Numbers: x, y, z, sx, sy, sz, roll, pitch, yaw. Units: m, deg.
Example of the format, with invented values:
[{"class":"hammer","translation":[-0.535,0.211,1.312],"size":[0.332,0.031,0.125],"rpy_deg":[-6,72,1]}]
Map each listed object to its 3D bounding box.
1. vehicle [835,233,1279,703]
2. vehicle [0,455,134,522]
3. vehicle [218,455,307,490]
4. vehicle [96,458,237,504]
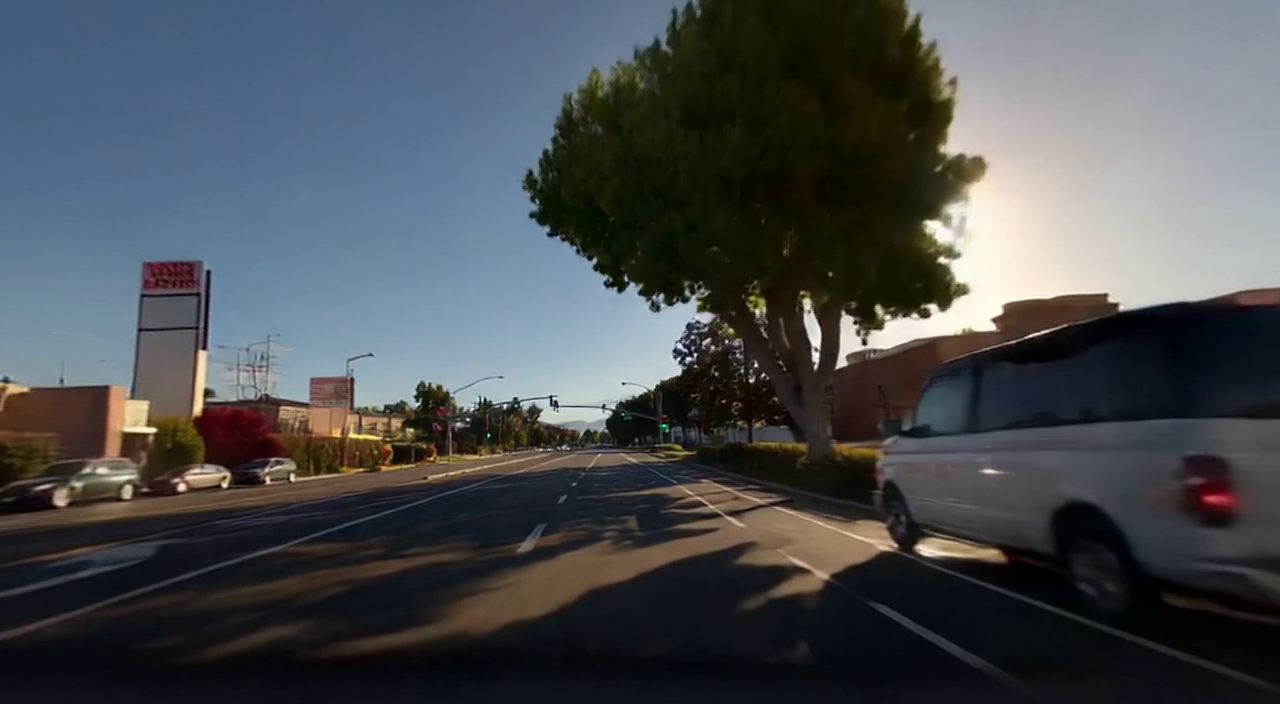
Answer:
[{"class":"vehicle","translation":[4.665,1.047,6.852],"size":[2.739,2.866,6.142],"rpy_deg":[-1,-7,-3]},{"class":"vehicle","translation":[-17.967,3.980,18.931],"size":[2.021,1.695,4.372],"rpy_deg":[0,-9,-4]},{"class":"vehicle","translation":[-18.652,5.934,31.323],"size":[1.869,1.541,4.354],"rpy_deg":[0,-9,-3]},{"class":"vehicle","translation":[-18.384,4.995,24.802],"size":[1.906,1.509,4.834],"rpy_deg":[0,-8,-2]}]
